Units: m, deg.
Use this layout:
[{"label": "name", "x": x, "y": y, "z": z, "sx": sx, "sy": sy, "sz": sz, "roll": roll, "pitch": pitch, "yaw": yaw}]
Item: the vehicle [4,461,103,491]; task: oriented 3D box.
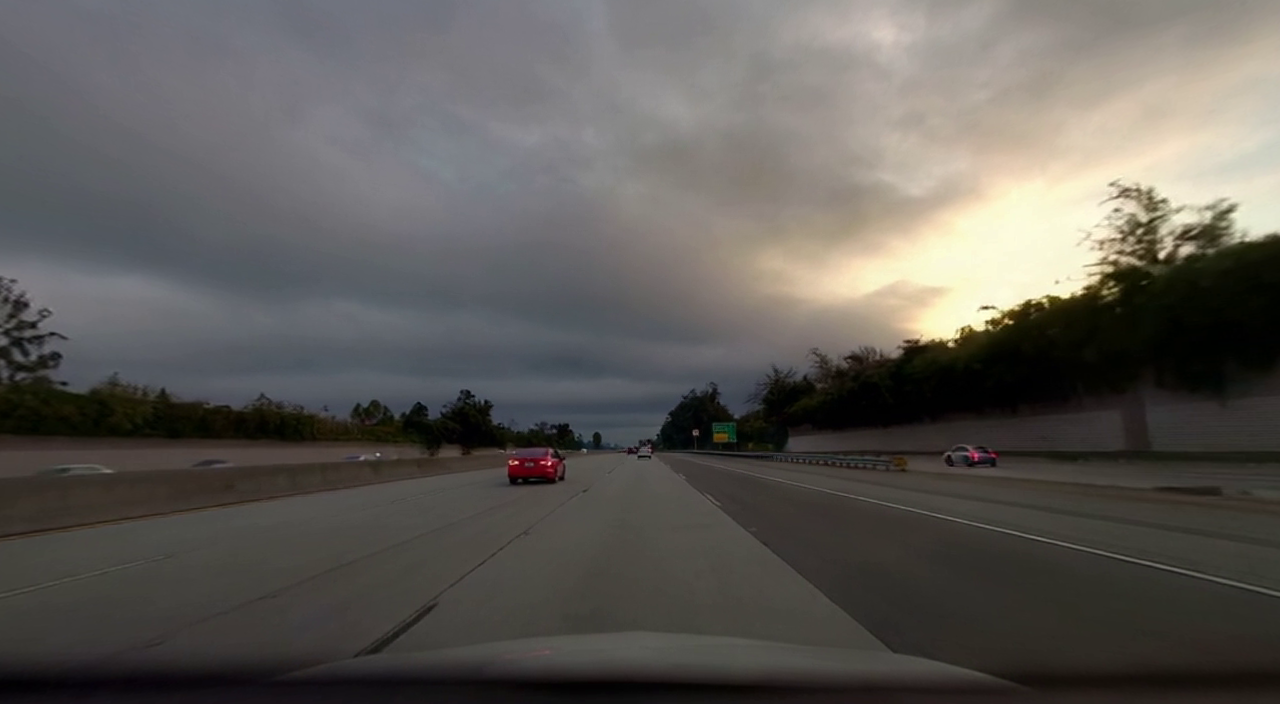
[{"label": "vehicle", "x": -31.112, "y": 6.553, "z": 33.609, "sx": 1.737, "sy": 1.436, "sz": 3.586, "roll": 0, "pitch": -9, "yaw": 0}]

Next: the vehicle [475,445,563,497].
[{"label": "vehicle", "x": -3.675, "y": 3.698, "z": 20.081, "sx": 1.873, "sy": 1.438, "sz": 4.546, "roll": -1, "pitch": -9, "yaw": 0}]

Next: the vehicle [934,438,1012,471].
[{"label": "vehicle", "x": 18.497, "y": 5.718, "z": 35.310, "sx": 1.925, "sy": 1.648, "sz": 4.367, "roll": 0, "pitch": -9, "yaw": -1}]

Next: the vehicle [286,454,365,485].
[{"label": "vehicle", "x": -16.619, "y": 6.206, "z": 33.619, "sx": 1.856, "sy": 1.448, "sz": 4.515, "roll": 0, "pitch": -9, "yaw": 0}]
